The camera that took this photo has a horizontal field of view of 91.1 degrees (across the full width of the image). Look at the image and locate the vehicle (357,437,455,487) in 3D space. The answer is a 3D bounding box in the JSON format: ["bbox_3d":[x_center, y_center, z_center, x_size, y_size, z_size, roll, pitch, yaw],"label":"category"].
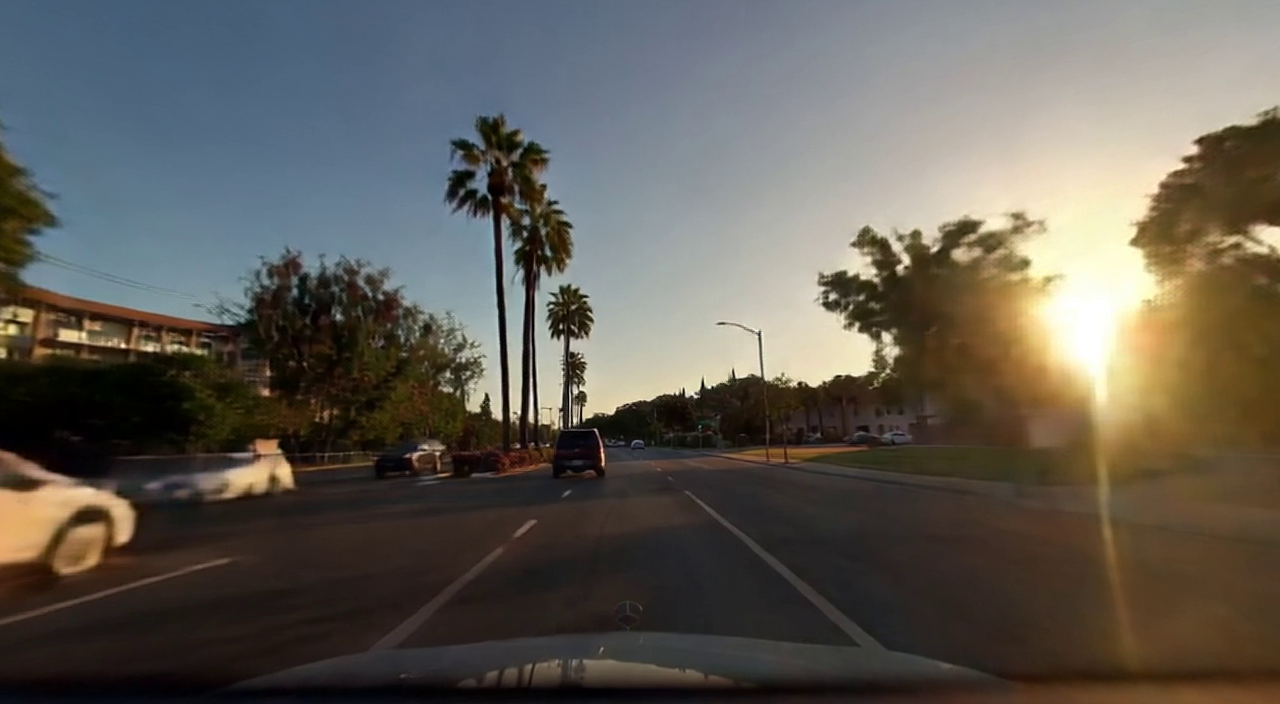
[{"bbox_3d":[-8.824,4.170,24.146,2.114,1.698,4.415,0,-9,-1],"label":"vehicle"}]

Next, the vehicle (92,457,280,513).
[{"bbox_3d":[-12.229,3.587,17.364,1.975,1.248,4.394,0,-8,-1],"label":"vehicle"}]

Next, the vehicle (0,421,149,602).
[{"bbox_3d":[-6.647,1.326,5.008,2.016,1.576,4.215,0,-9,0],"label":"vehicle"}]

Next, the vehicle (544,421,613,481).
[{"bbox_3d":[-2.502,4.080,26.106,2.507,2.161,6.049,1,-9,-5],"label":"vehicle"}]
